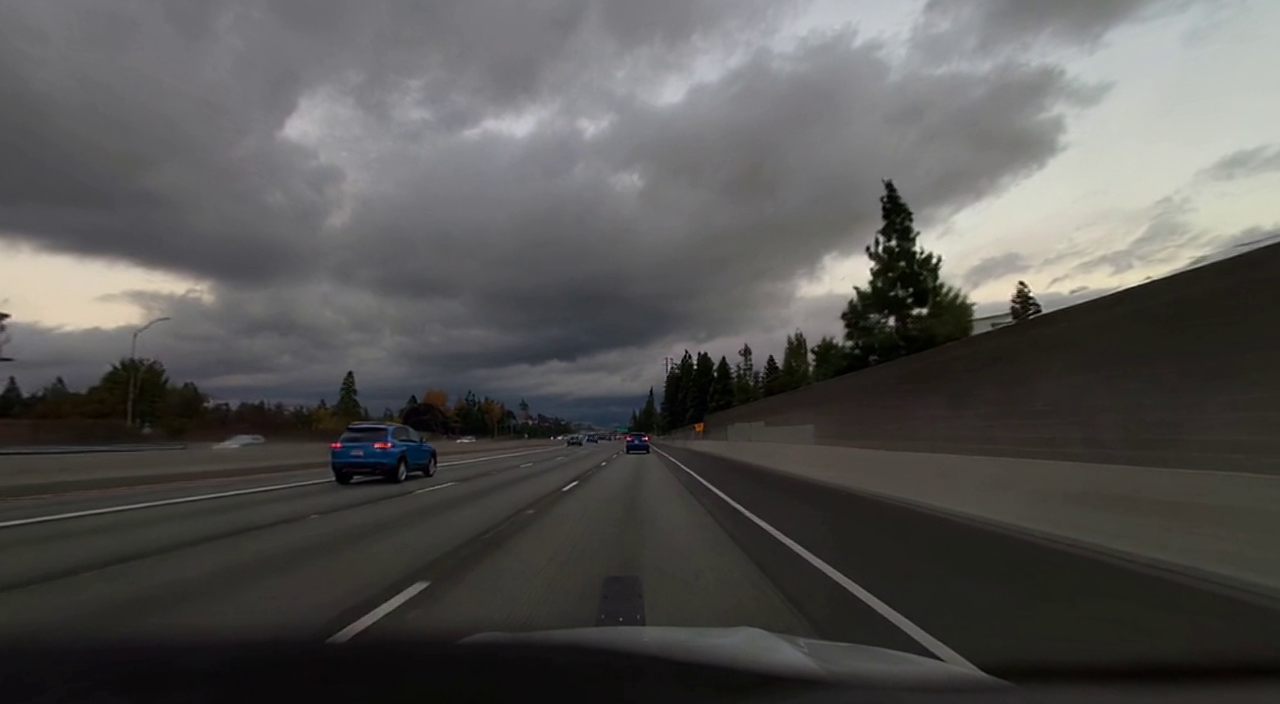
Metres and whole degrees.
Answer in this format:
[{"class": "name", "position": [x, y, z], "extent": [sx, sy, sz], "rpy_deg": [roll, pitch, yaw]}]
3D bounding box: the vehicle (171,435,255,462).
[{"class": "vehicle", "position": [-25.650, 5.825, 38.031], "extent": [1.858, 1.525, 4.501], "rpy_deg": [0, -8, 1]}]

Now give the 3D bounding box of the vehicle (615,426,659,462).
[{"class": "vehicle", "position": [-0.125, 4.766, 32.689], "extent": [2.141, 1.706, 4.065], "rpy_deg": [0, -8, 1]}]

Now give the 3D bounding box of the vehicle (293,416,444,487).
[{"class": "vehicle", "position": [-7.361, 2.772, 17.693], "extent": [2.166, 1.705, 4.433], "rpy_deg": [0, -8, 1]}]
